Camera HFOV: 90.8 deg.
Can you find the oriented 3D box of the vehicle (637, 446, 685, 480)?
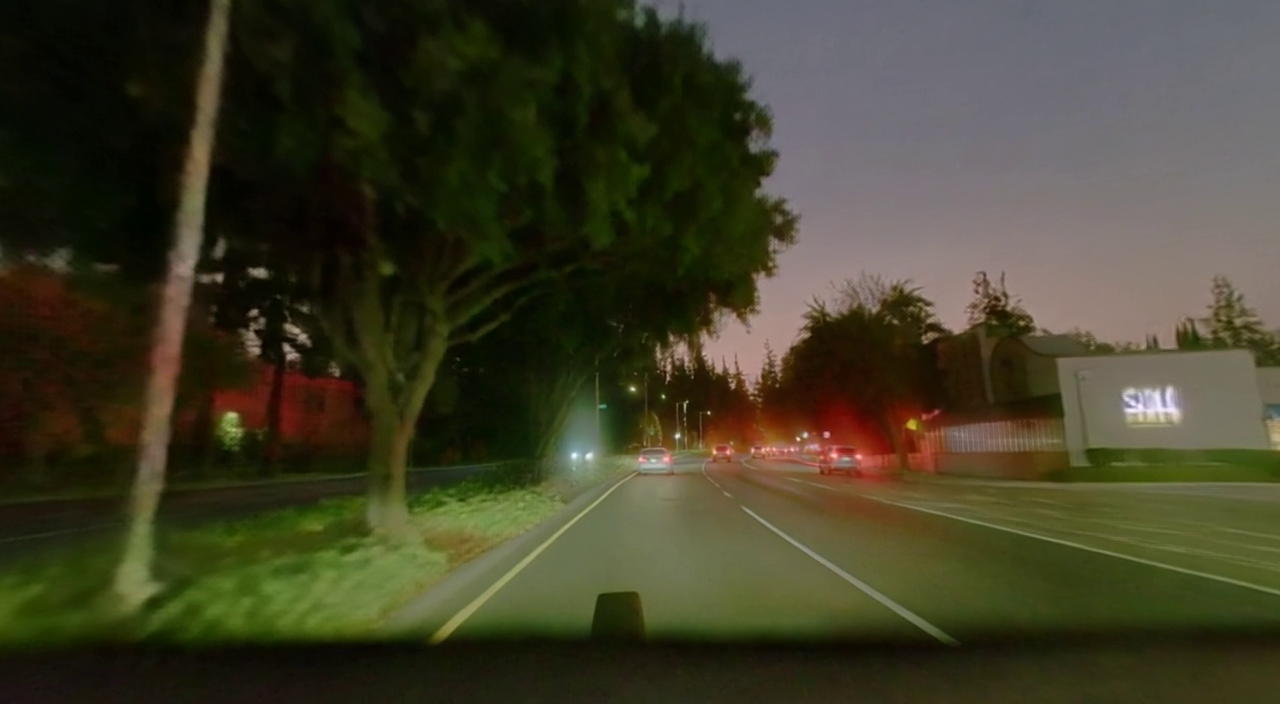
[{"bbox_3d":[1.045,5.150,29.596,2.095,1.456,3.873,-1,-9,4],"label":"vehicle"}]
